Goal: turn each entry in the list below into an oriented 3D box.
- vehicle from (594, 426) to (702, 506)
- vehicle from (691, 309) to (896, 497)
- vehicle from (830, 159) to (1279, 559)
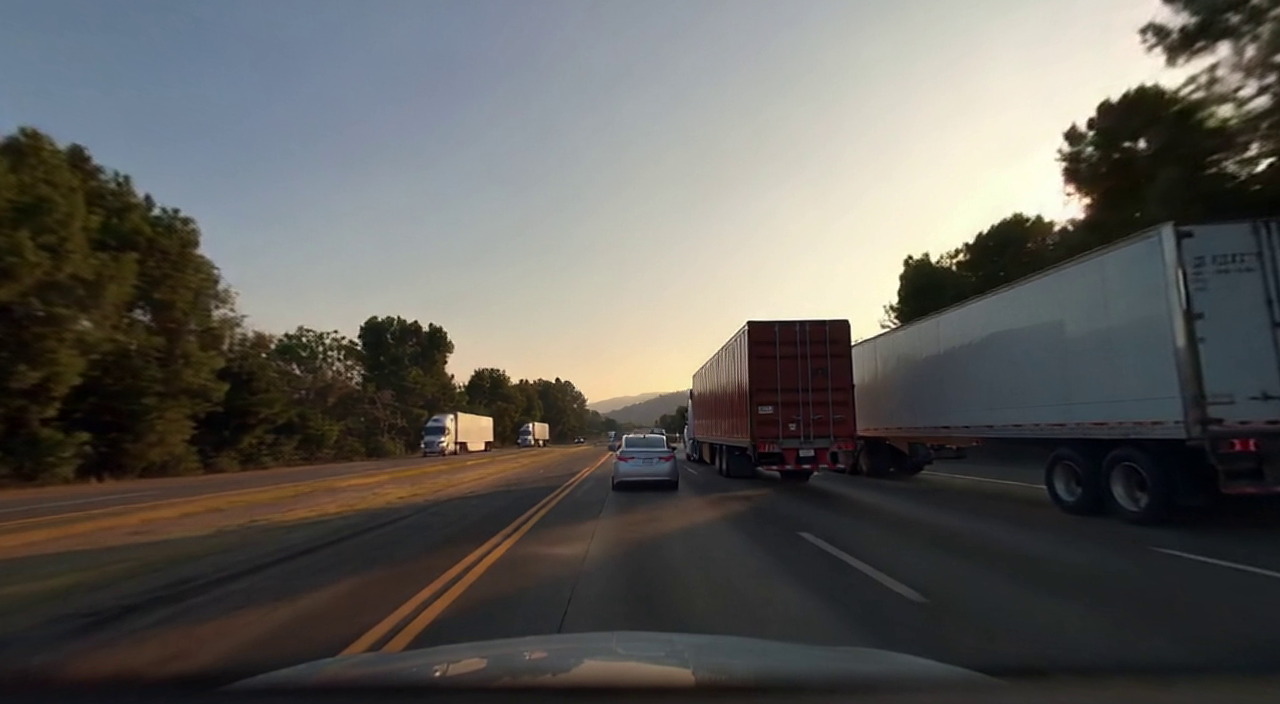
[{"bbox_3d":[0.106,2.398,13.798,2.038,1.477,3.773,0,-8,-1],"label":"vehicle"},{"bbox_3d":[3.898,1.993,20.834,2.888,4.099,14.183,0,-7,-1],"label":"vehicle"},{"bbox_3d":[8.081,0.930,13.797,3.110,4.308,14.260,0,-7,-1],"label":"vehicle"}]
